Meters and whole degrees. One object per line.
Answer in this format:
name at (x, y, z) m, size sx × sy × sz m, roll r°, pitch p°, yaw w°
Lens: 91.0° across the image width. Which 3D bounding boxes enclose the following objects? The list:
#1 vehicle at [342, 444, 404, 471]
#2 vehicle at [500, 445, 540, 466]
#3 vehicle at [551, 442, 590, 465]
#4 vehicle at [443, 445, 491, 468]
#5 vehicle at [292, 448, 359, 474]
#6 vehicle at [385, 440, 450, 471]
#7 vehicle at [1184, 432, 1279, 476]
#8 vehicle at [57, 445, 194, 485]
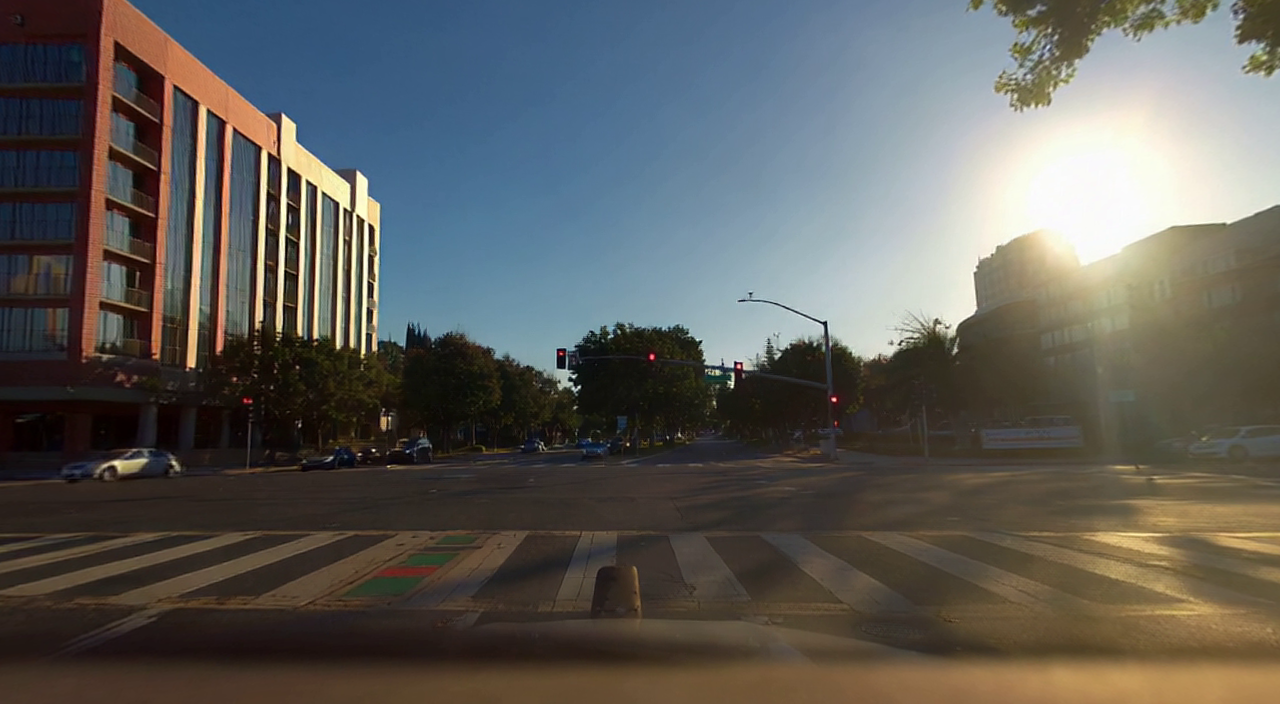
vehicle at (-18.558, 7.342, 43.994) m, size 2.237 × 1.801 × 4.541 m, roll 0°, pitch -9°, yaw 1°
vehicle at (-8.096, 7.007, 42.616) m, size 1.910 × 1.321 × 3.692 m, roll 0°, pitch -9°, yaw 1°
vehicle at (-4.529, 6.723, 41.682) m, size 1.954 × 1.431 × 4.050 m, roll -1°, pitch -9°, yaw 2°
vehicle at (-11.634, 7.066, 42.696) m, size 1.911 × 1.476 × 4.297 m, roll -1°, pitch -9°, yaw 2°
vehicle at (-21.506, 7.445, 43.278) m, size 1.929 × 1.619 × 4.577 m, roll -1°, pitch -9°, yaw 5°
vehicle at (-15.141, 7.034, 43.151) m, size 2.340 × 1.946 × 5.450 m, roll 0°, pitch -9°, yaw 2°
vehicle at (22.315, 3.582, 22.238) m, size 4.474 × 1.477 × 1.908 m, roll 0°, pitch -9°, yaw -3°
vehicle at (-26.121, 5.696, 32.178) m, size 2.032 × 1.839 × 4.884 m, roll -5°, pitch -10°, yaw 31°
